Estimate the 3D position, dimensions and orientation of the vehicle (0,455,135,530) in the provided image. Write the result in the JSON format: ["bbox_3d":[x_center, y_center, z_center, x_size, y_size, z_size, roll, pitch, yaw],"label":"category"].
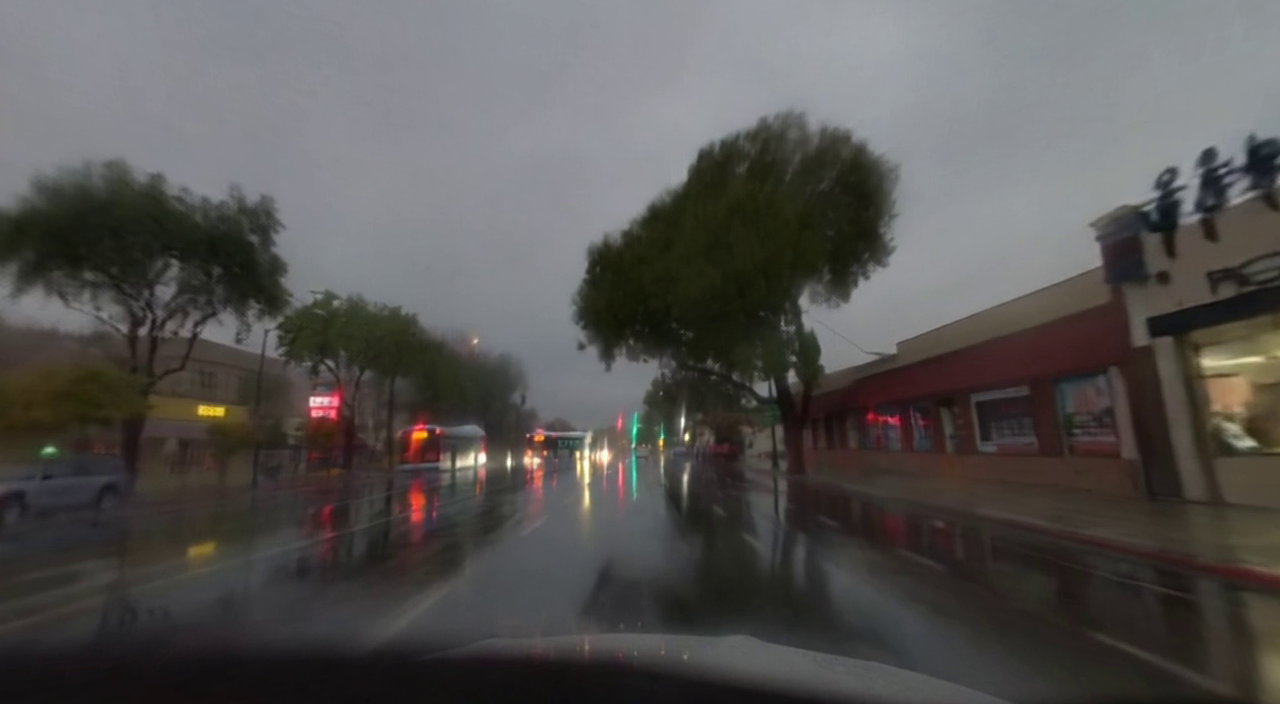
[{"bbox_3d":[-17.468,3.943,18.115,1.896,1.844,4.620,0,-9,1],"label":"vehicle"}]

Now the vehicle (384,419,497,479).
[{"bbox_3d":[-12.650,6.448,41.755,3.356,3.365,12.460,0,-9,1],"label":"vehicle"}]

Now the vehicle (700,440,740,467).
[{"bbox_3d":[5.193,6.648,41.370,2.014,1.681,4.332,0,-9,0],"label":"vehicle"}]

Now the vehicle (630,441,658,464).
[{"bbox_3d":[0.256,7.844,49.235,2.089,1.699,4.650,0,-9,-1],"label":"vehicle"}]
